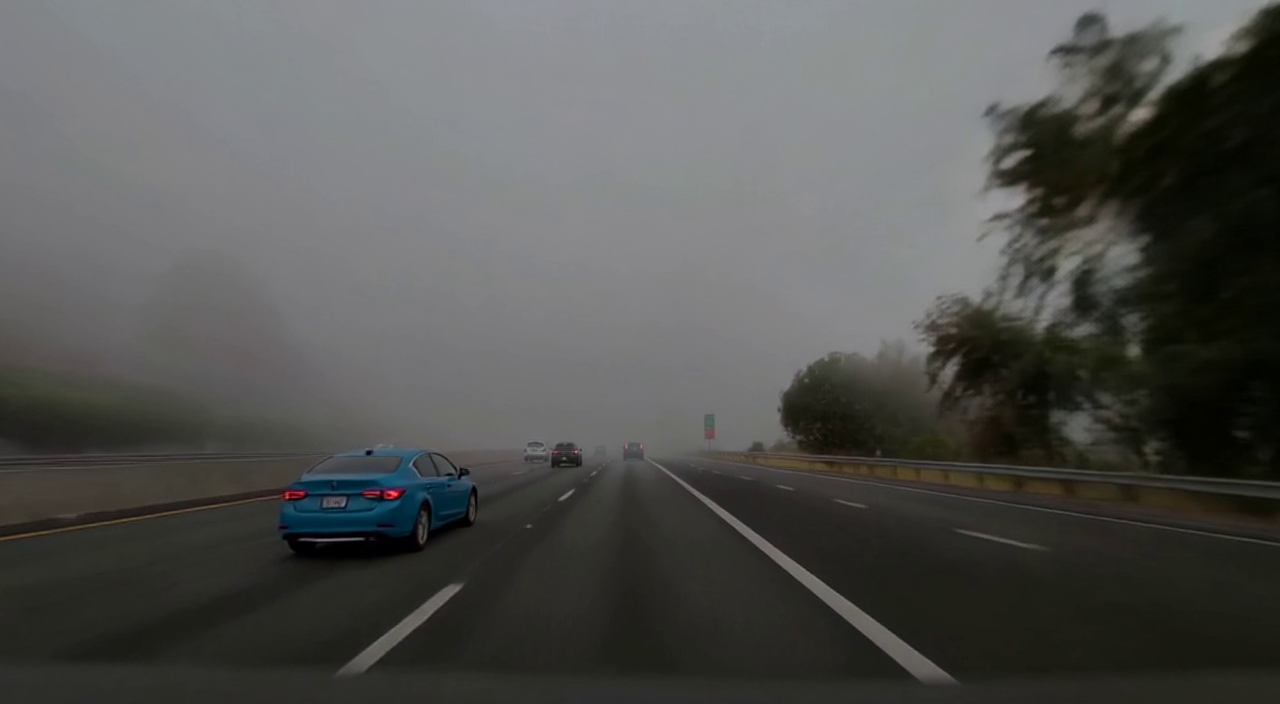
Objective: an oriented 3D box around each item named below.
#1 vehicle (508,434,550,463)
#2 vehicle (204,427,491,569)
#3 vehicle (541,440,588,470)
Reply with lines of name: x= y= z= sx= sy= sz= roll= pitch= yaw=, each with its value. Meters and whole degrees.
vehicle: x=-7.970 y=6.992 z=45.791 sx=2.171 sy=1.982 sz=5.246 roll=0 pitch=-8 yaw=-1
vehicle: x=-3.666 y=1.892 z=9.050 sx=2.025 sy=1.506 sz=4.429 roll=0 pitch=-8 yaw=-1
vehicle: x=-4.003 y=5.539 z=34.115 sx=2.068 sy=1.501 sz=4.395 roll=0 pitch=-8 yaw=-1
